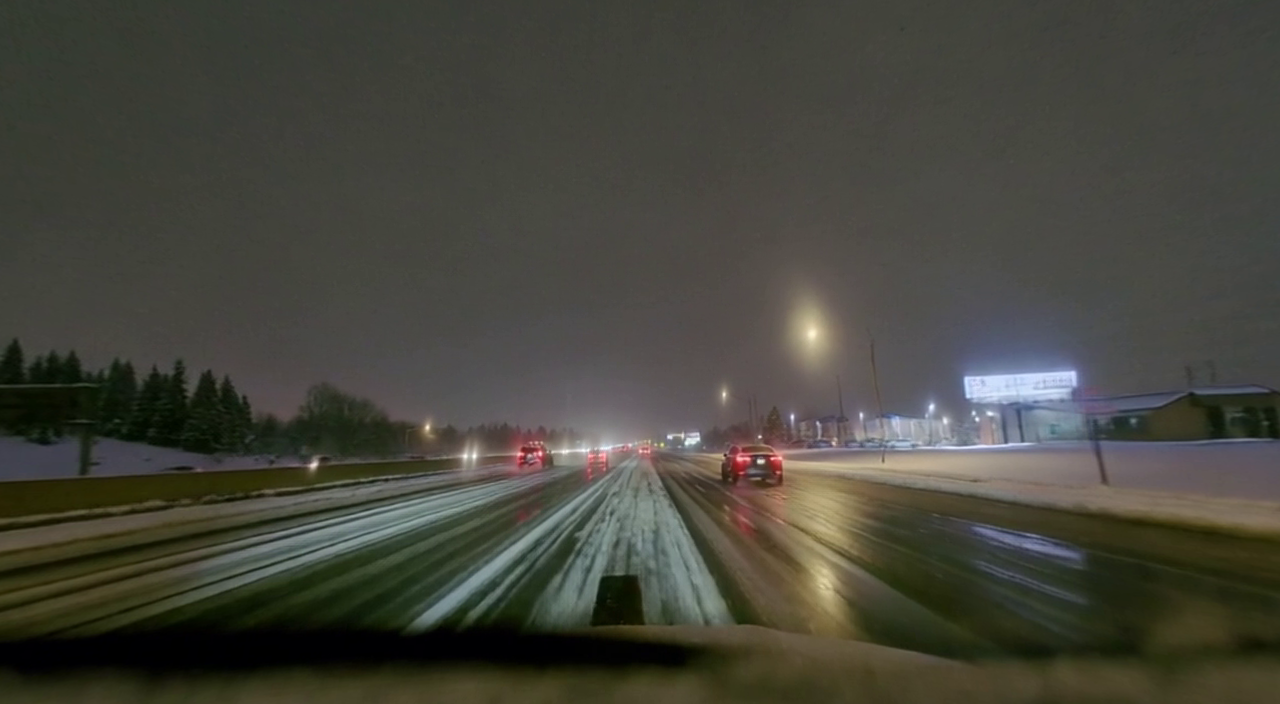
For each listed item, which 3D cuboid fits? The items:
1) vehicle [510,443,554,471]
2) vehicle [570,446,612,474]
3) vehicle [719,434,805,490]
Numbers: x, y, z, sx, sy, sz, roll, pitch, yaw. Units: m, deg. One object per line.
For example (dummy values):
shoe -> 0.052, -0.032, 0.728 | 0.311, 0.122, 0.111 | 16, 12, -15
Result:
vehicle -> -7.356, 7.204, 43.405 | 2.112, 1.813, 4.716 | 0, -9, 1
vehicle -> -2.832, 6.388, 37.550 | 2.139, 1.510, 4.506 | 0, -9, 0
vehicle -> 4.205, 3.877, 22.557 | 2.109, 1.764, 4.704 | 0, -9, 0
